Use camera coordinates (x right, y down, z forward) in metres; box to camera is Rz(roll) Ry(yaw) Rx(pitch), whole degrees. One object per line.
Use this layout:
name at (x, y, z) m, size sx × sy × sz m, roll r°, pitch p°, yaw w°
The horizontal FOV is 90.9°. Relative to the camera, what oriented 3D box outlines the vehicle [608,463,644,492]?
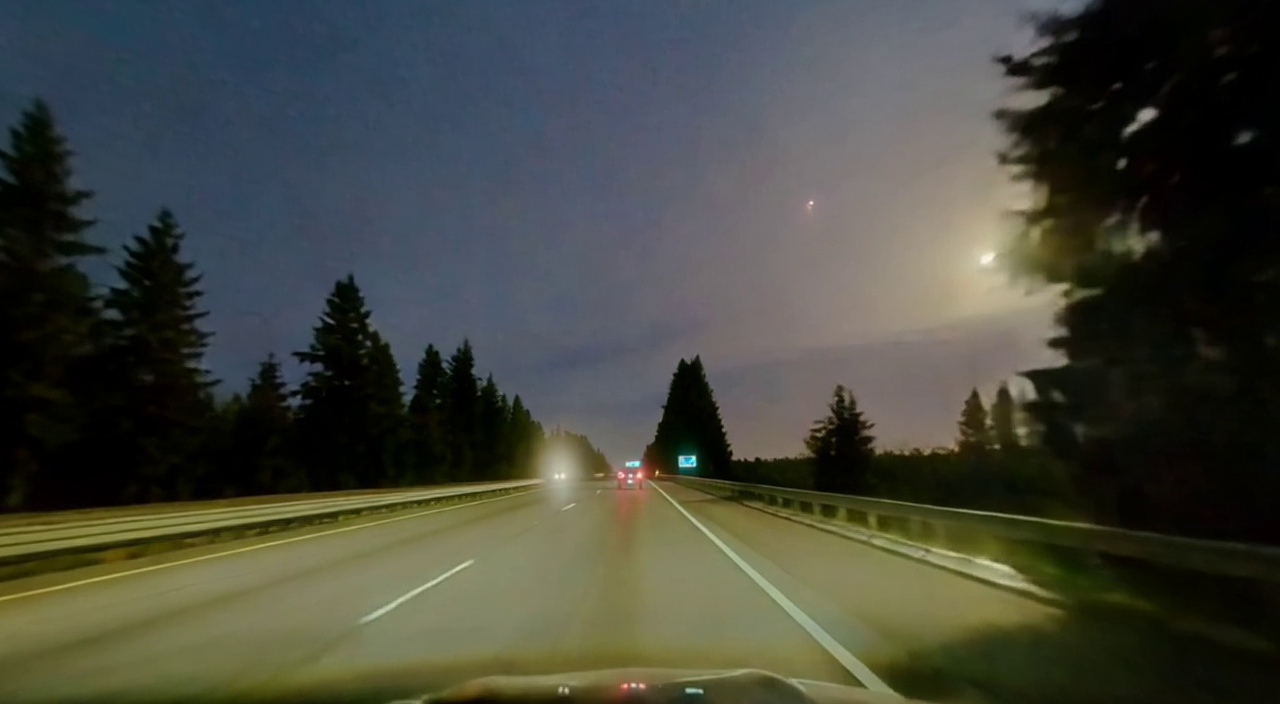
vehicle at (-0.852, 7.924, 40.010) m, size 2.107 × 1.668 × 4.554 m, roll 1°, pitch -11°, yaw 0°
